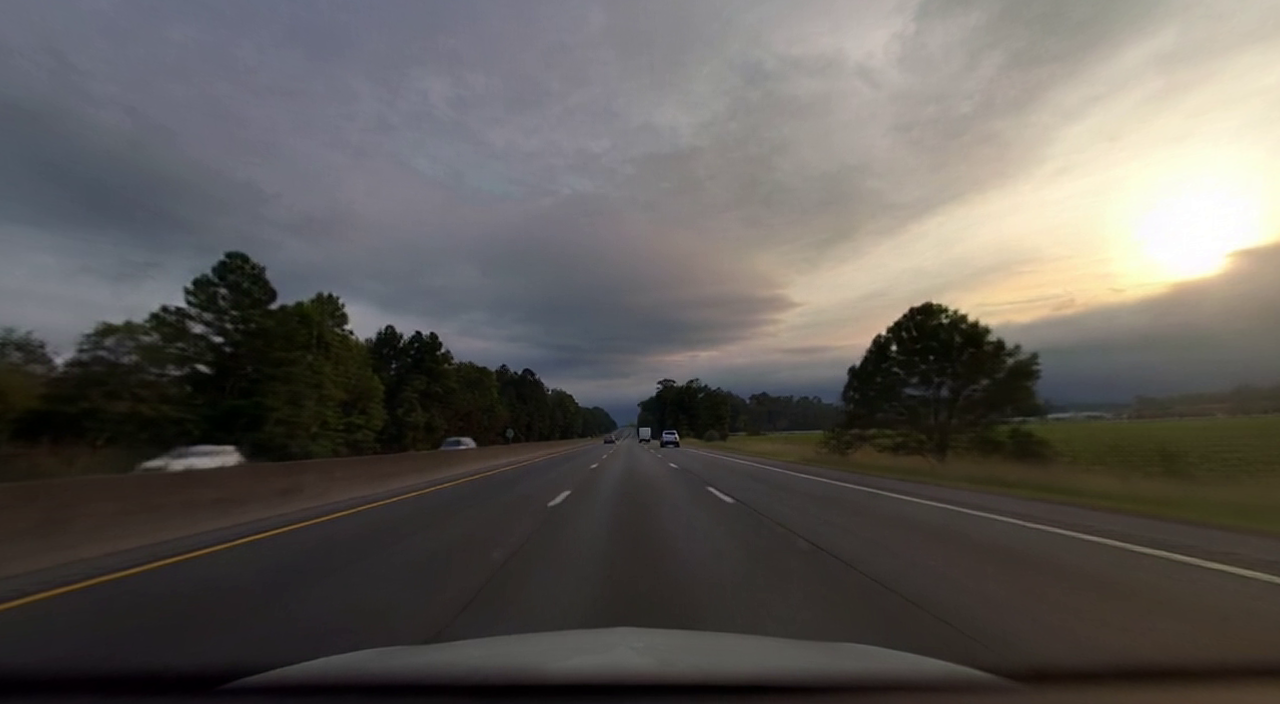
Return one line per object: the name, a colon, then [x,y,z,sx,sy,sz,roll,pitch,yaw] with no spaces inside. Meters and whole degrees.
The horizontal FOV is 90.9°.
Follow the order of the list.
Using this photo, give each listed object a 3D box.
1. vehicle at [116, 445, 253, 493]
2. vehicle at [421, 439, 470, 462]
vehicle: [-16.541,4.224,23.207,1.860,1.515,4.377,0,-8,-2]
vehicle: [-12.975,6.560,42.273,1.972,1.439,4.298,0,-8,-1]
